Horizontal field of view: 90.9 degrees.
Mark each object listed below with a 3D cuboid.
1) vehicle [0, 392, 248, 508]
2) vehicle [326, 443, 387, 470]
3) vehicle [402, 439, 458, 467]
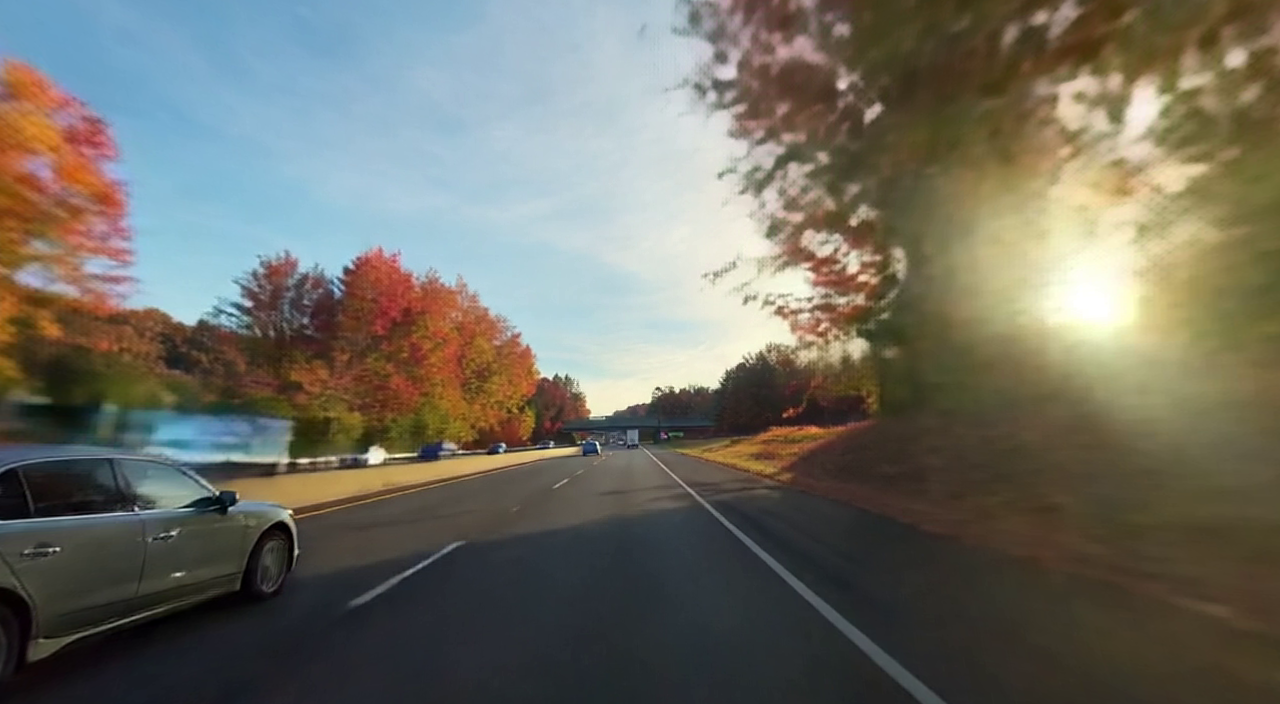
[{"bbox_3d":[-12.196,2.275,14.825,2.283,2.179,5.710,0,-8,-1],"label":"vehicle"},{"bbox_3d":[-16.728,6.164,37.396,1.783,1.466,3.797,0,-8,1],"label":"vehicle"},{"bbox_3d":[-12.197,5.865,36.831,1.866,1.524,4.097,0,-8,0],"label":"vehicle"}]
